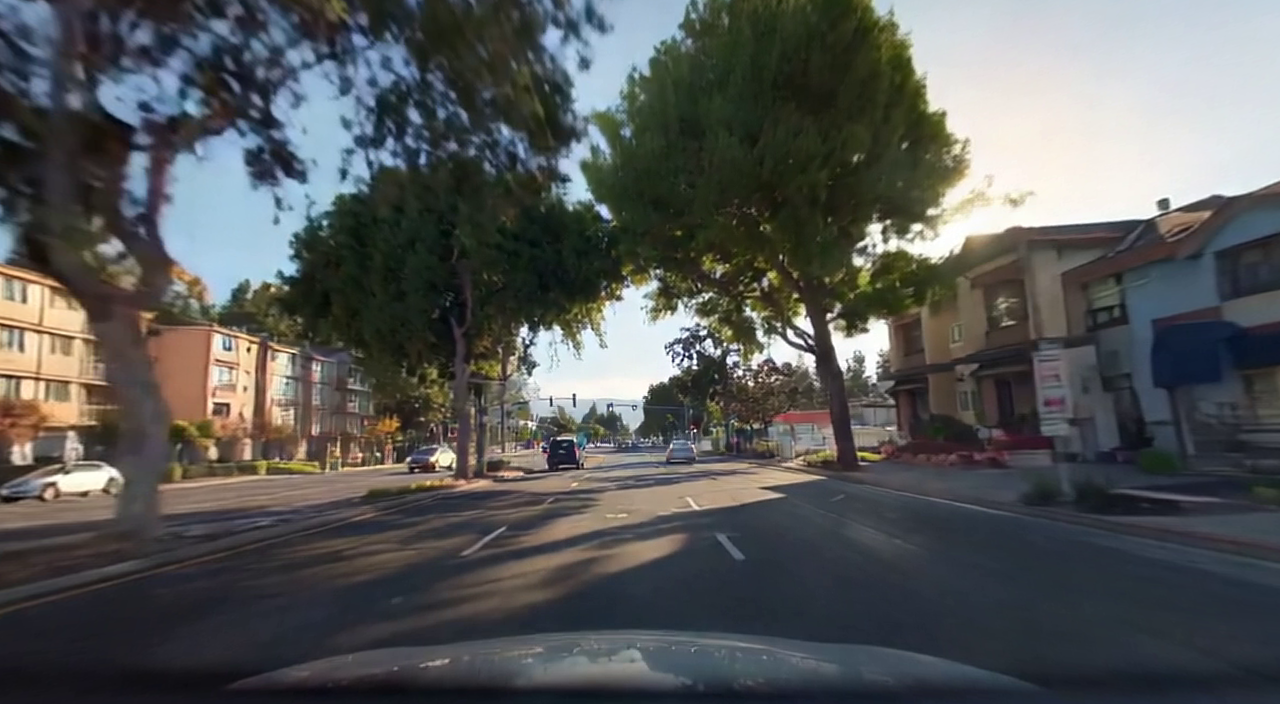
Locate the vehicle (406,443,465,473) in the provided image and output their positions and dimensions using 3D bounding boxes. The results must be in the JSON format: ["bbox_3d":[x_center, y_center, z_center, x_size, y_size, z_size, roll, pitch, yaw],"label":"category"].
[{"bbox_3d":[-12.128,6.276,37.731,2.064,1.657,4.305,0,-8,0],"label":"vehicle"}]

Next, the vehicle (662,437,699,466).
[{"bbox_3d":[2.496,6.274,40.002,2.018,1.719,4.369,0,-8,-1],"label":"vehicle"}]

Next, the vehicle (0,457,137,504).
[{"bbox_3d":[-22.688,5.024,25.026,1.918,1.586,4.366,0,-8,0],"label":"vehicle"}]

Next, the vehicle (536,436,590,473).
[{"bbox_3d":[-3.702,5.017,31.026,2.083,1.685,4.069,0,-8,1],"label":"vehicle"}]

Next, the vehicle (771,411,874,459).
[{"bbox_3d":[14.203,6.523,49.551,7.138,3.555,2.719,1,-9,-3],"label":"vehicle"}]
